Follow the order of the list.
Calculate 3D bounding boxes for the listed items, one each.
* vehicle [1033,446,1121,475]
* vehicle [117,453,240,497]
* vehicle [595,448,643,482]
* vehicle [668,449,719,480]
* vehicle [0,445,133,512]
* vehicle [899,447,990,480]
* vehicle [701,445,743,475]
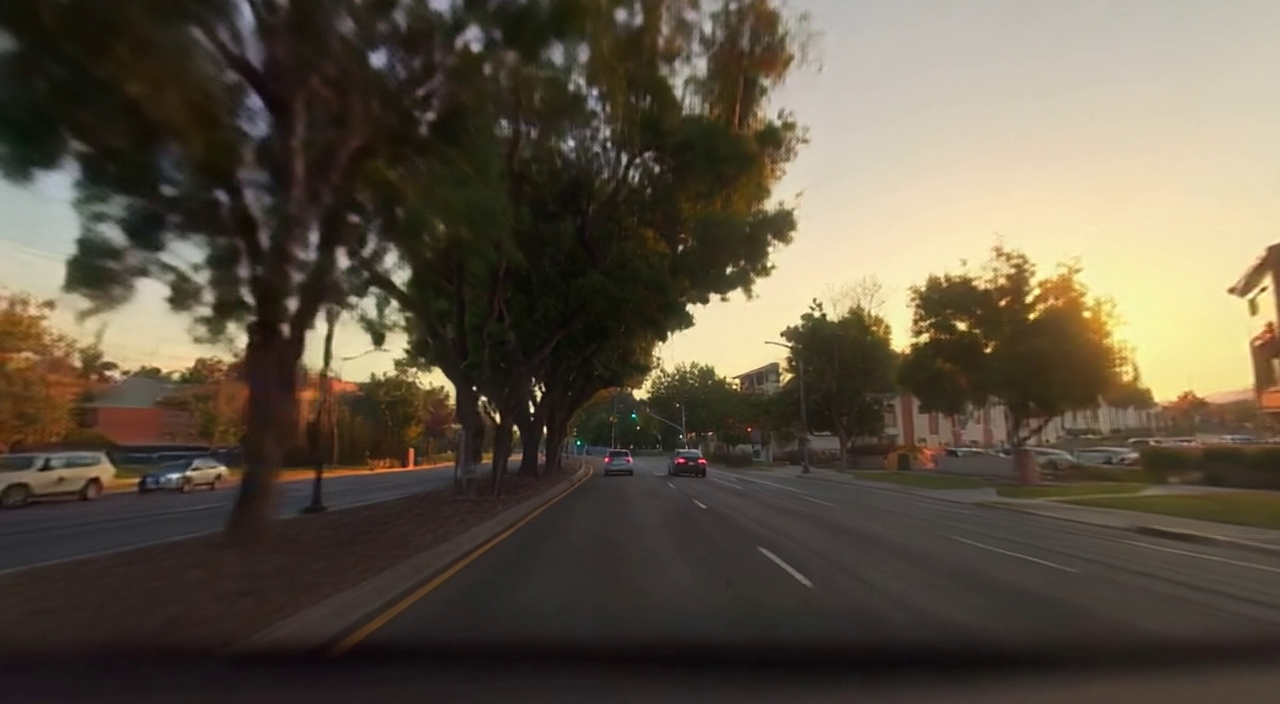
[{"bbox_3d":[31.845,7.927,46.230,1.956,1.955,4.773,4,-10,-27],"label":"vehicle"},{"bbox_3d":[-19.743,5.262,27.354,2.019,1.687,4.484,0,-9,-2],"label":"vehicle"},{"bbox_3d":[-1.024,5.299,29.898,2.101,1.444,4.248,0,-9,-2],"label":"vehicle"},{"bbox_3d":[2.697,5.826,32.944,1.993,1.477,4.240,0,-9,-4],"label":"vehicle"},{"bbox_3d":[-19.482,3.933,19.972,2.241,1.891,5.637,0,-9,-1],"label":"vehicle"},{"bbox_3d":[19.846,7.279,41.461,2.150,1.966,5.027,4,-10,-23],"label":"vehicle"},{"bbox_3d":[5.698,7.598,44.559,2.052,1.990,4.736,0,-9,-3],"label":"vehicle"}]
